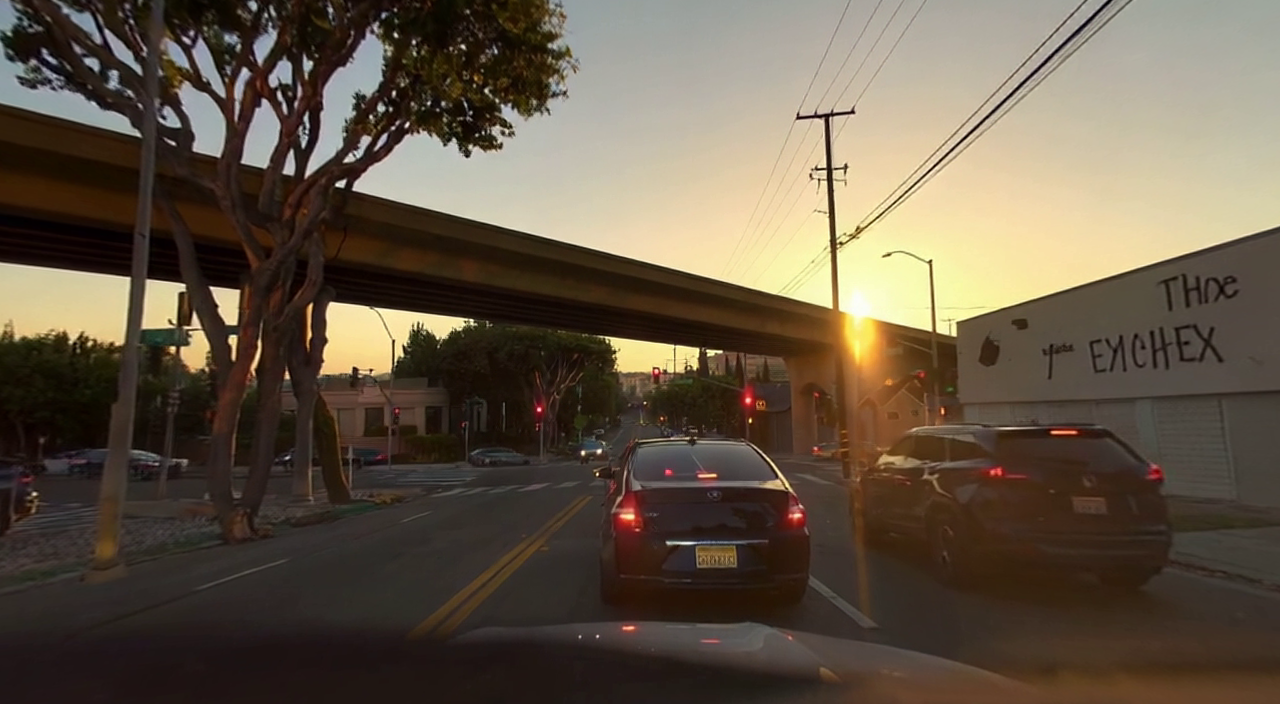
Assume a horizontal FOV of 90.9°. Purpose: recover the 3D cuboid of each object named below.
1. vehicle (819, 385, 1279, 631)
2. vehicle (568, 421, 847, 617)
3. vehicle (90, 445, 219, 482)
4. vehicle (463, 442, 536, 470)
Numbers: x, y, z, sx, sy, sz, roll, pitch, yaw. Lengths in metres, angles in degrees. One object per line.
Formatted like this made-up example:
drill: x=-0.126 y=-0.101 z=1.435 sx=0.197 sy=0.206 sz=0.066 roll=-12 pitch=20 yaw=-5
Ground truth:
vehicle: x=3.647 y=1.469 z=6.931 sx=2.062 sy=1.781 sz=4.488 roll=0 pitch=-8 yaw=0
vehicle: x=0.529 y=1.576 z=6.929 sx=2.101 sy=1.467 sz=4.210 roll=0 pitch=-8 yaw=1
vehicle: x=-23.142 y=5.330 z=30.206 sx=4.474 sy=1.673 sz=2.010 roll=0 pitch=-8 yaw=1
vehicle: x=-7.657 y=5.692 z=34.794 sx=1.873 sy=1.462 sz=4.283 roll=-3 pitch=-9 yaw=19
